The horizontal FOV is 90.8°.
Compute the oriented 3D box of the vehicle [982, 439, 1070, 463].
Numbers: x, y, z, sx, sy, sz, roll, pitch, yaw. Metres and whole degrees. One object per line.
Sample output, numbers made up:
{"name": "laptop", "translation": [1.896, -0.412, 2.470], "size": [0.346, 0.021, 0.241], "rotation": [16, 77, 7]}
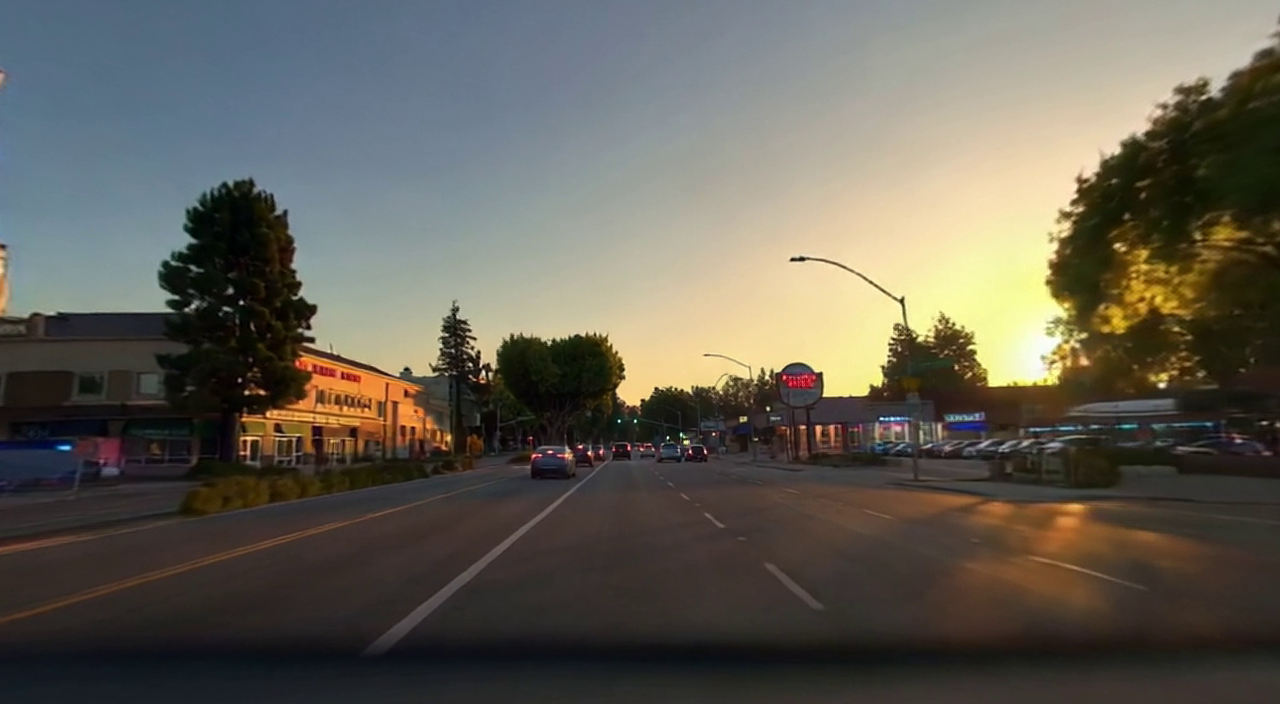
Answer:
{"name": "vehicle", "translation": [24.718, 6.360, 40.645], "size": [4.554, 1.470, 2.020], "rotation": [-4, -9, 24]}

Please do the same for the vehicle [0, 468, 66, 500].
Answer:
{"name": "vehicle", "translation": [-43.919, 9.386, 45.138], "size": [1.924, 1.972, 4.181], "rotation": [0, -8, -3]}

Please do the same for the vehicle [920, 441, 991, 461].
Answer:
{"name": "vehicle", "translation": [24.821, 7.772, 49.852], "size": [4.799, 1.497, 1.952], "rotation": [-4, -9, 22]}

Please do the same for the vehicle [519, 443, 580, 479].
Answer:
{"name": "vehicle", "translation": [-4.008, 4.880, 28.675], "size": [2.097, 1.497, 4.571], "rotation": [0, -8, 0]}

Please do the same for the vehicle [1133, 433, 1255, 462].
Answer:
{"name": "vehicle", "translation": [30.284, 5.265, 34.702], "size": [4.522, 1.517, 1.943], "rotation": [-4, -9, 23]}
